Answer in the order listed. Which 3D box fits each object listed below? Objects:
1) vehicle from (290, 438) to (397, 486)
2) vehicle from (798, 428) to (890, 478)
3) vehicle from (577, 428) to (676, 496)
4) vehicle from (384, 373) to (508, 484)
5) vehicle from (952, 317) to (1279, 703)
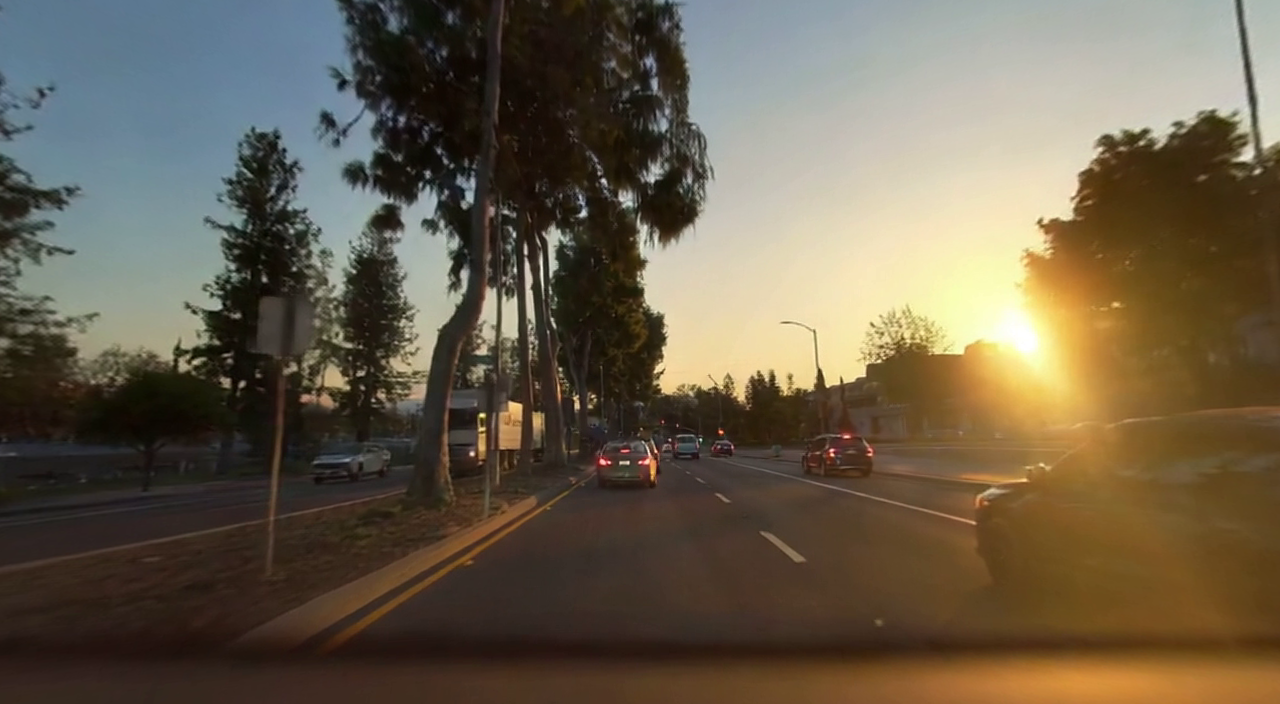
[{"bbox_3d":[-11.887,4.432,25.588,2.058,1.759,4.577,0,-9,1],"label":"vehicle"},{"bbox_3d":[7.772,3.907,24.432,2.090,1.768,4.407,0,-9,0],"label":"vehicle"},{"bbox_3d":[-0.329,2.887,16.784,2.315,1.563,4.080,0,-9,0],"label":"vehicle"},{"bbox_3d":[-8.135,3.441,27.545,3.021,4.215,7.024,0,-9,1],"label":"vehicle"},{"bbox_3d":[3.596,0.793,2.772,2.090,1.763,4.560,0,-9,1],"label":"vehicle"}]
